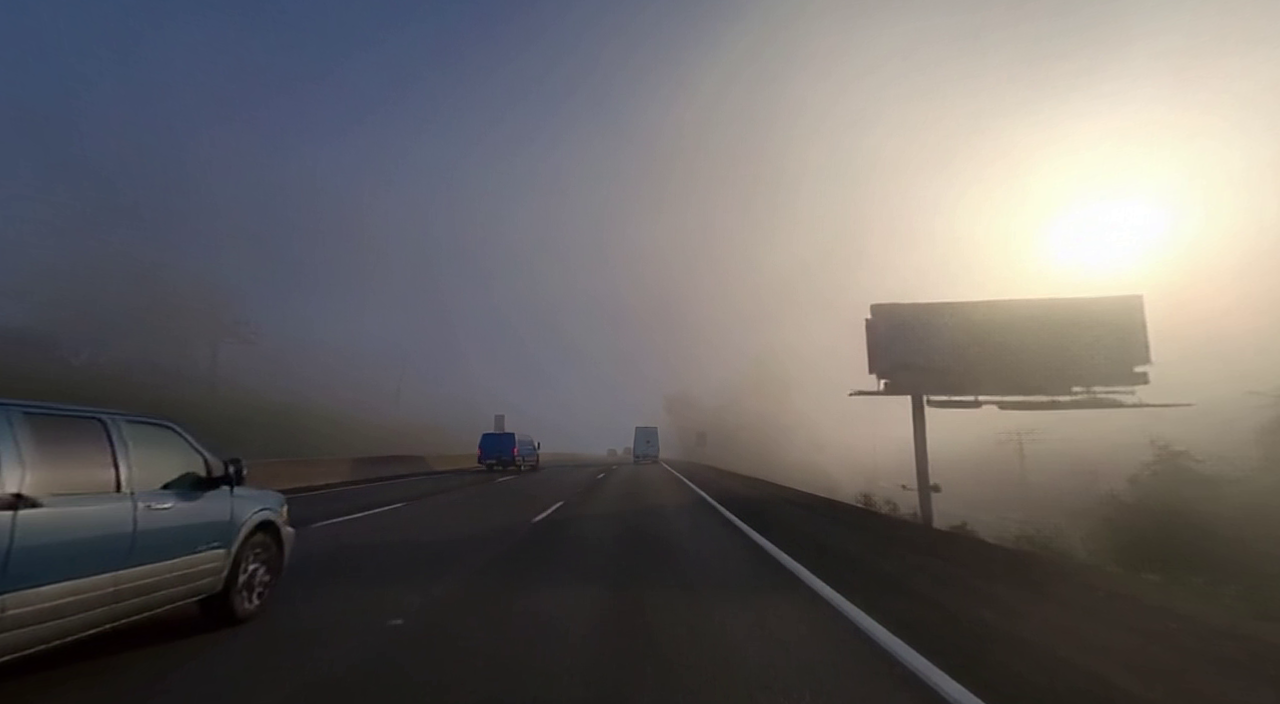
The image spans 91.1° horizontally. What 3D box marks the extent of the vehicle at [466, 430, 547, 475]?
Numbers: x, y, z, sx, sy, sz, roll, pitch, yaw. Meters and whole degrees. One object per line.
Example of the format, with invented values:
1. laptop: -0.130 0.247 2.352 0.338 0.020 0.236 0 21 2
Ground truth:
1. vehicle: -6.902 5.307 33.450 2.695 2.084 6.836 0 -8 1

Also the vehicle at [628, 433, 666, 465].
1. vehicle: 0.537 7.326 47.533 2.692 2.279 5.695 0 -8 0

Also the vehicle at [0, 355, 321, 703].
1. vehicle: -3.916 0.940 3.118 2.145 1.730 4.729 0 -8 0
